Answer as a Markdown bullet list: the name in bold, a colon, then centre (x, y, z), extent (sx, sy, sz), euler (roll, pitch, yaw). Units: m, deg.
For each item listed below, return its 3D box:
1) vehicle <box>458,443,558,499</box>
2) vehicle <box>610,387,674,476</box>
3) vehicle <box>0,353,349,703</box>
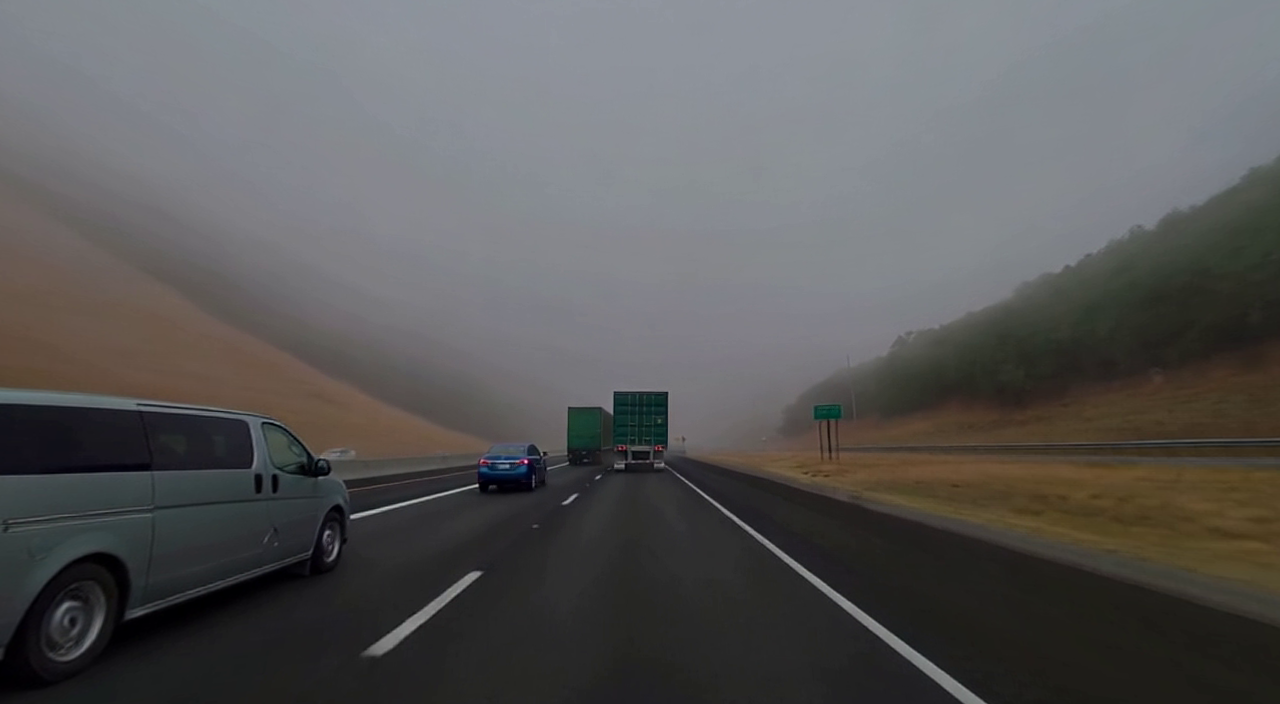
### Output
- **vehicle**: centre (-3.708, 3.405, 18.541), extent (1.950, 1.446, 4.224), euler (0, -8, 1)
- **vehicle**: centre (0.242, 4.372, 33.978), extent (2.913, 3.988, 10.874), euler (-1, -8, 2)
- **vehicle**: centre (-4.159, 1.068, 4.130), extent (2.136, 1.779, 4.875), euler (0, -8, 0)
